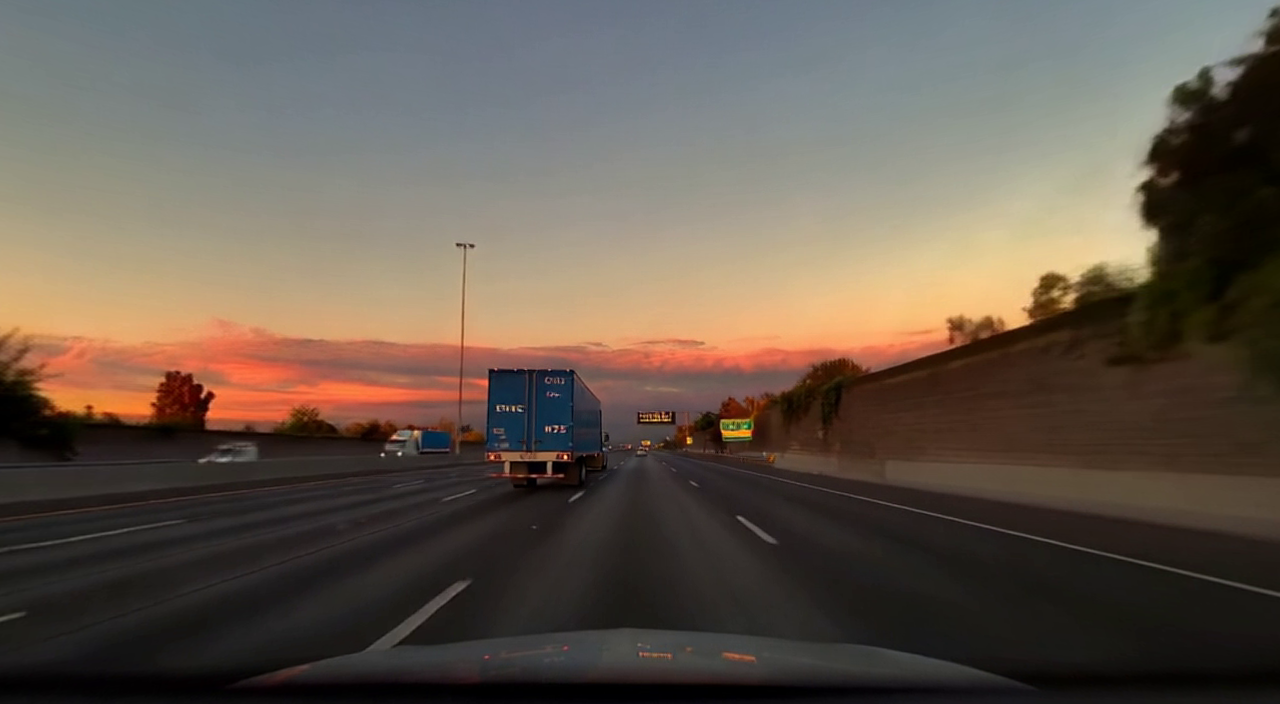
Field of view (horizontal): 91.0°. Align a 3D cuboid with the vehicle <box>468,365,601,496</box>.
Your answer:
[{"bbox_3d":[-3.521,3.208,24.704,3.059,3.956,11.036,0,-9,1],"label":"vehicle"}]
